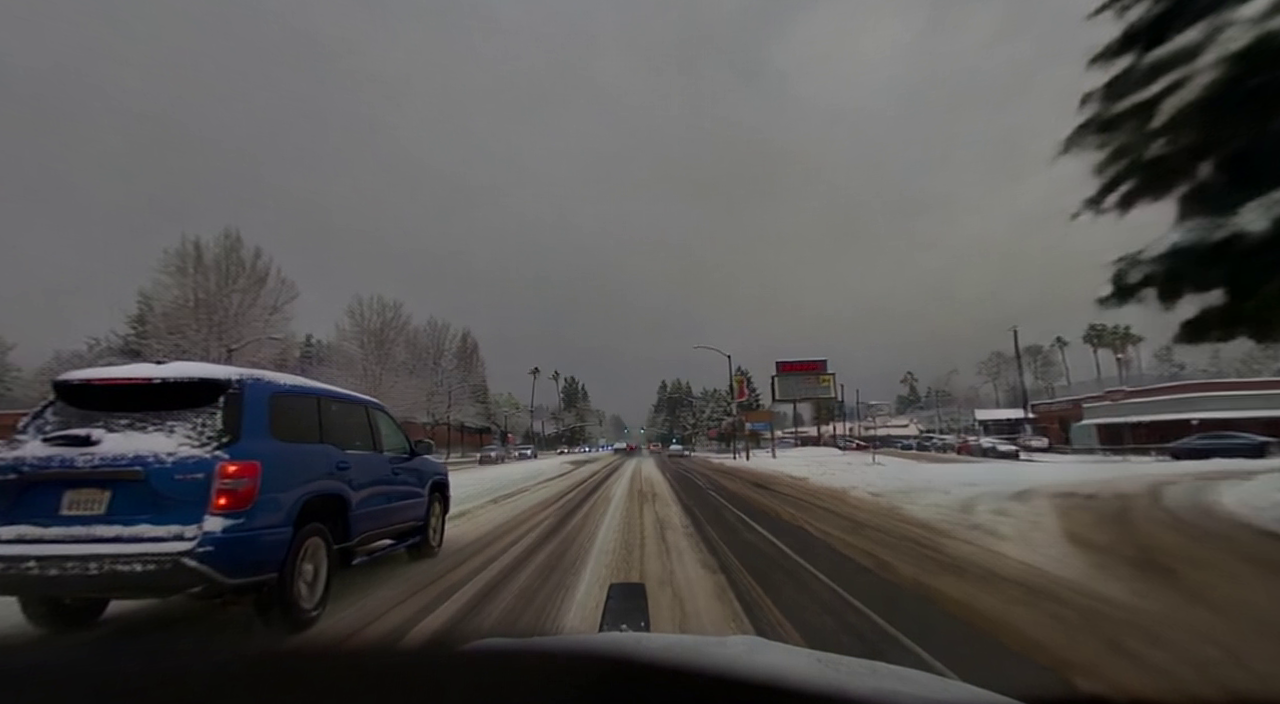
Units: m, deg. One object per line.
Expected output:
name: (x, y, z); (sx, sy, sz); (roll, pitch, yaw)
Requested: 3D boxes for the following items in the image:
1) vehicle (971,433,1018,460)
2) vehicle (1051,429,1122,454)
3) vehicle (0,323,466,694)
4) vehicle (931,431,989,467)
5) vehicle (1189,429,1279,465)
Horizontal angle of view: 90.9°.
vehicle: (25.882, 6.930, 46.158); (2.162, 1.806, 5.704); (-4, -9, 22)
vehicle: (34.813, 6.955, 49.120); (4.722, 1.906, 1.898); (2, -9, -18)
vehicle: (-3.304, 1.149, 5.712); (2.152, 1.987, 4.527); (0, -8, 0)
vehicle: (17.227, 5.250, 34.151); (2.180, 1.808, 4.462); (-3, -9, 20)
vehicle: (31.232, 4.744, 31.570); (5.891, 1.671, 2.332); (1, -9, -11)
